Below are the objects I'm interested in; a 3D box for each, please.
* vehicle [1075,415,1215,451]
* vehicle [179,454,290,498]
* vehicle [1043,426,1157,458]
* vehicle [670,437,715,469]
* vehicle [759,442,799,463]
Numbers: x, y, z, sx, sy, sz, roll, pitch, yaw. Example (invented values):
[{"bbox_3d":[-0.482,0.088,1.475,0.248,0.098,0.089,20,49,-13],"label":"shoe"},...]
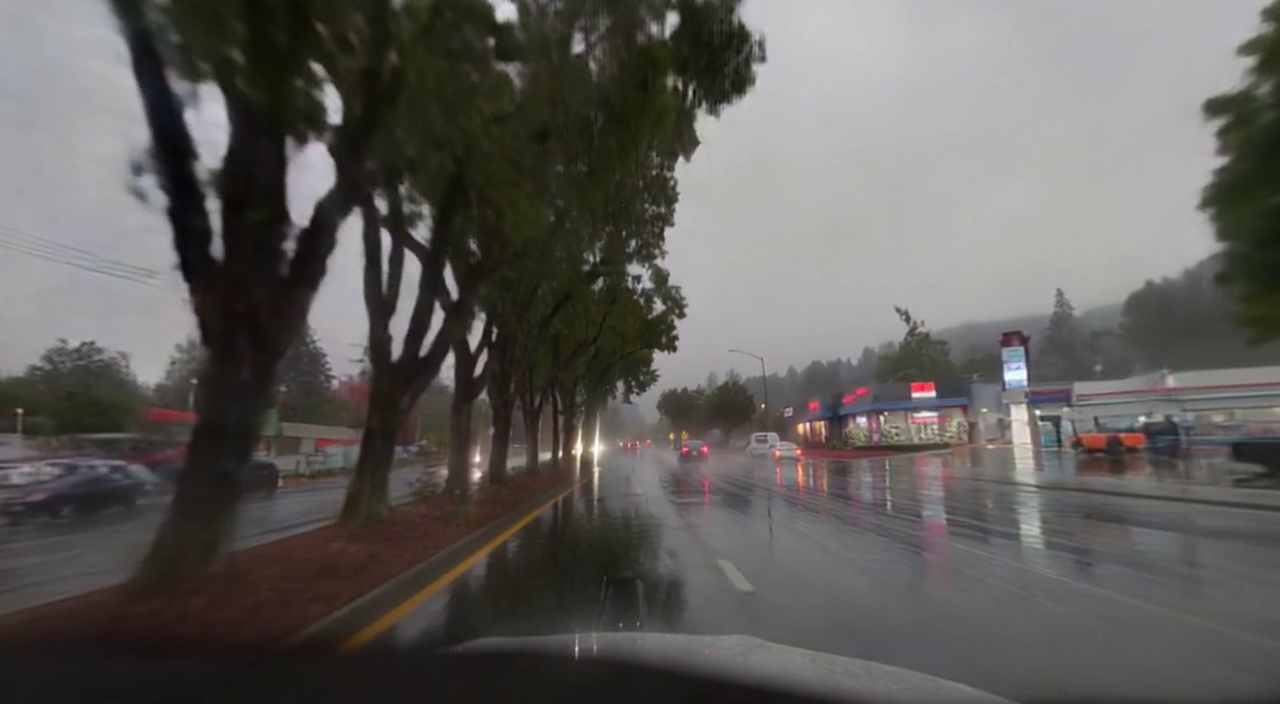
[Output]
[{"bbox_3d":[30.412,4.981,38.316,2.102,1.965,6.159,7,-11,-36],"label":"vehicle"},{"bbox_3d":[-18.092,5.511,28.486,2.045,1.727,4.503,0,-9,-2],"label":"vehicle"},{"bbox_3d":[23.885,4.703,32.937,1.843,1.490,4.282,2,-9,-37],"label":"vehicle"},{"bbox_3d":[2.732,5.420,34.024,1.957,1.643,4.226,0,-9,-1],"label":"vehicle"},{"bbox_3d":[10.199,7.399,46.676,1.857,1.411,4.859,0,-9,0],"label":"vehicle"}]
